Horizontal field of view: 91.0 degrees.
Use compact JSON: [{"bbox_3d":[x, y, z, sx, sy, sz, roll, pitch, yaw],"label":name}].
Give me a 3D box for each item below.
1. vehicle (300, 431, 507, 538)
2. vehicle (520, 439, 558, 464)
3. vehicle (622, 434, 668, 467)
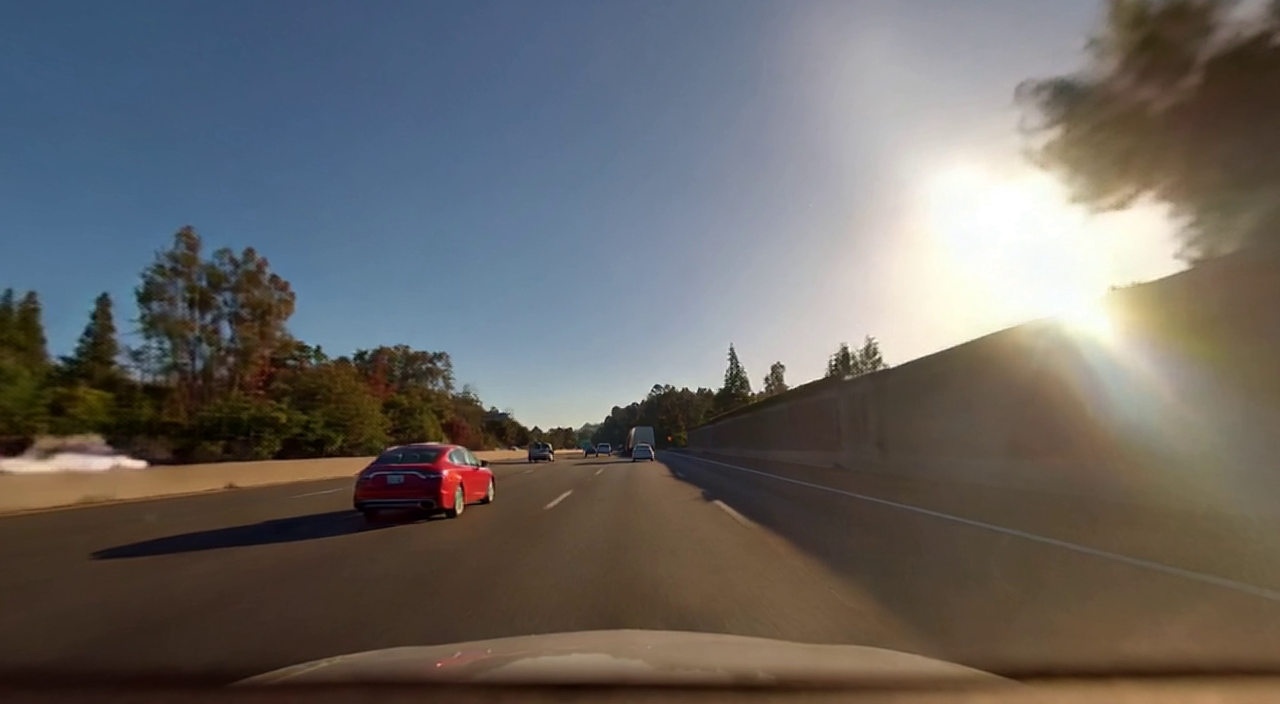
[{"bbox_3d":[-3.830,2.215,11.192,2.000,1.512,4.371,0,-9,0],"label":"vehicle"},{"bbox_3d":[-7.499,7.470,47.225,2.068,1.757,4.611,0,-8,0],"label":"vehicle"},{"bbox_3d":[0.268,6.469,41.491,2.856,1.994,4.931,0,-8,-1],"label":"vehicle"}]
